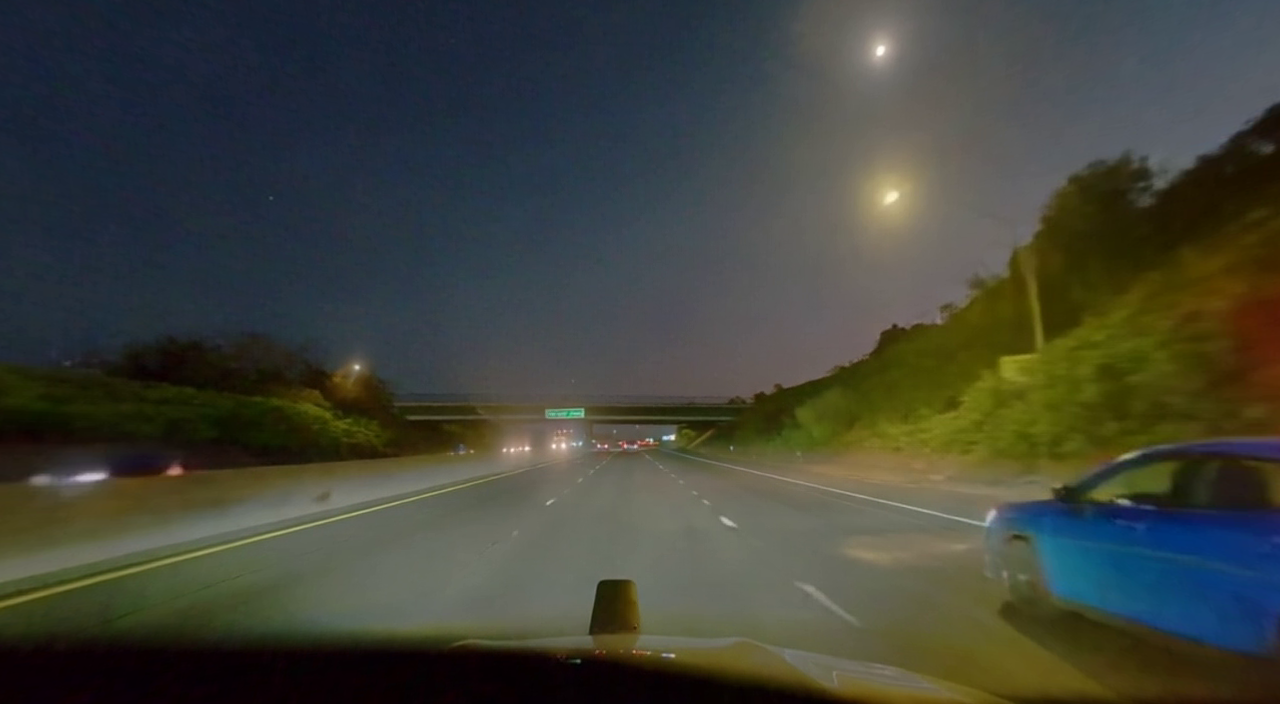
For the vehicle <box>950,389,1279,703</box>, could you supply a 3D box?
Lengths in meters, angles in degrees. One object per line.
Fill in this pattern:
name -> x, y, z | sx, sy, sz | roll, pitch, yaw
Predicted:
vehicle -> 3.680, 0.980, 3.087 | 2.079, 1.515, 4.196 | 0, -8, -2
